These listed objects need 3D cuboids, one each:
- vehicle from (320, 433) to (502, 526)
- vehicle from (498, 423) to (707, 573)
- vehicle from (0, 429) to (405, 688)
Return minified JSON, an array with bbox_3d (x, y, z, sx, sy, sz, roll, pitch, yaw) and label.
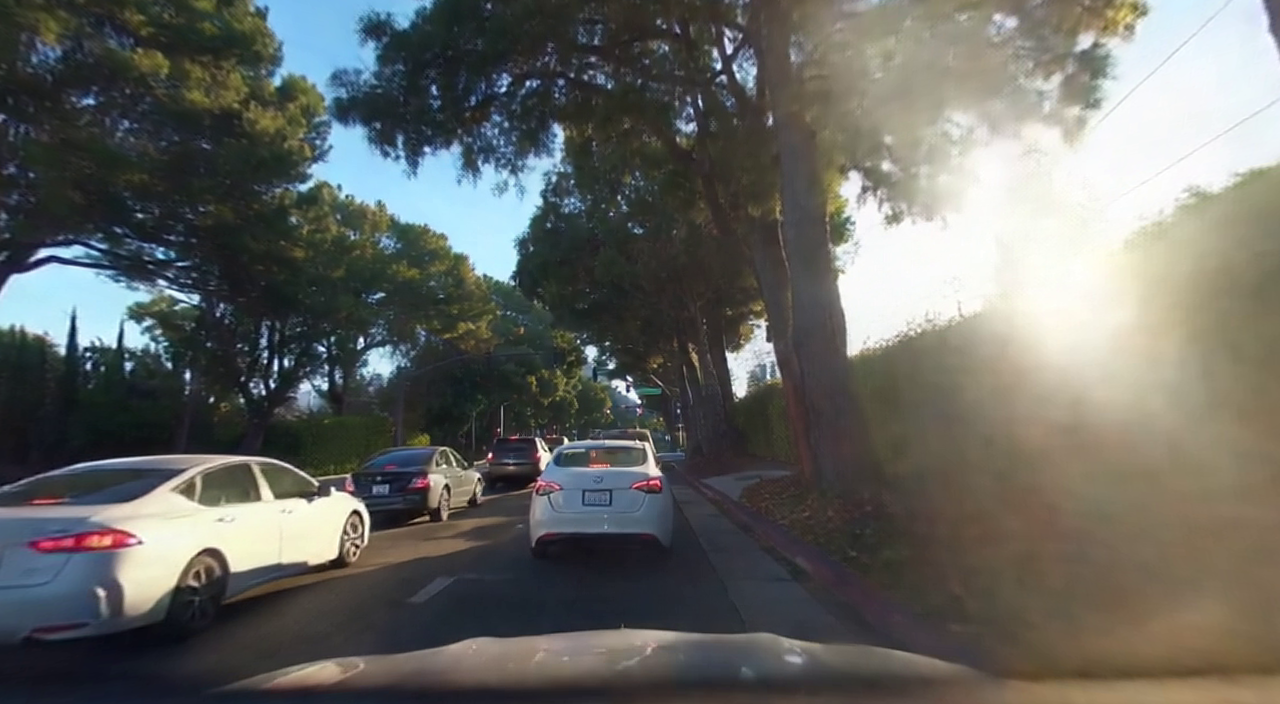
[{"bbox_3d":[-4.256,2.427,12.629,1.898,1.503,4.453,0,-8,1],"label":"vehicle"},{"bbox_3d":[-0.412,1.794,8.561,2.127,1.517,4.090,0,-8,-1],"label":"vehicle"},{"bbox_3d":[-3.817,1.449,5.631,1.784,1.408,4.141,0,-8,1],"label":"vehicle"}]
